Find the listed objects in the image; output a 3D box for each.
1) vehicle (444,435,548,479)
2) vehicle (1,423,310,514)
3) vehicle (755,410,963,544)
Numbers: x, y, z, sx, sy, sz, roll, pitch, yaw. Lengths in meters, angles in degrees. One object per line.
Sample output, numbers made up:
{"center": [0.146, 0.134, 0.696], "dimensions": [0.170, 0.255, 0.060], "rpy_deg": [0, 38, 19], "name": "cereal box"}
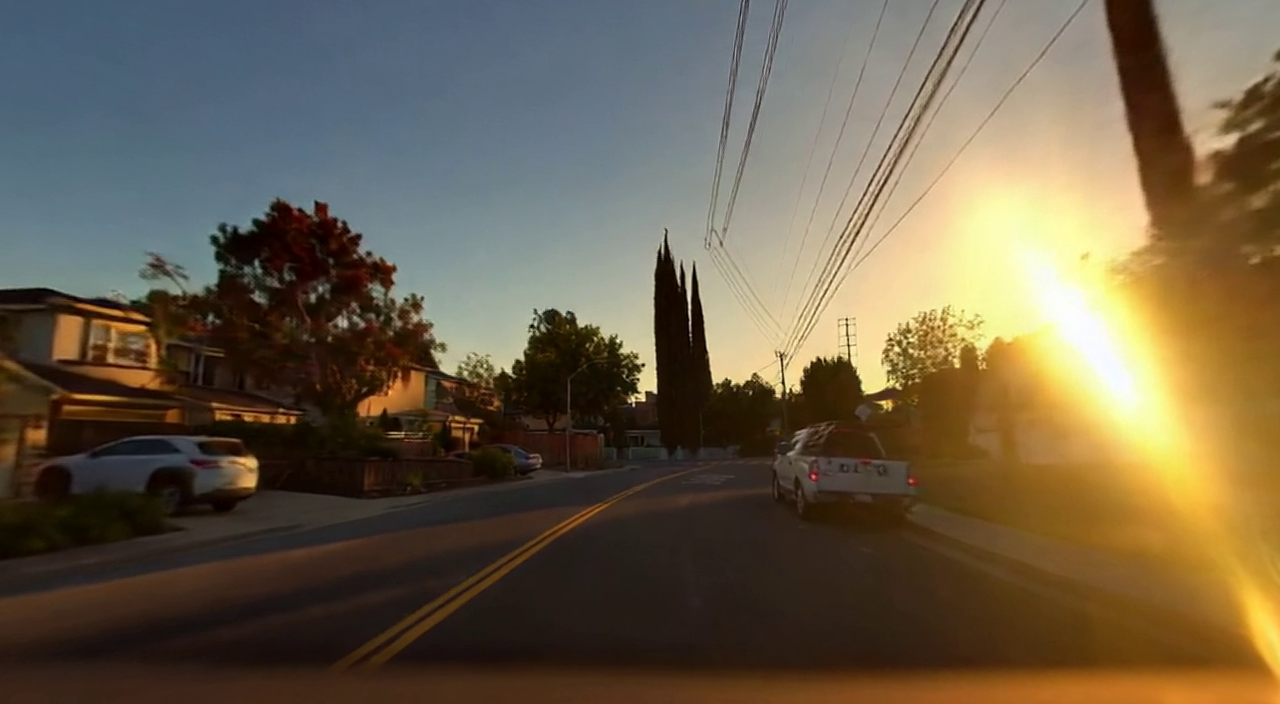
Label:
{"center": [-8.117, 5.921, 35.867], "dimensions": [5.228, 2.041, 2.023], "rpy_deg": [2, -7, 12], "name": "vehicle"}
{"center": [-11.384, 2.737, 15.172], "dimensions": [5.632, 1.957, 2.302], "rpy_deg": [-1, -9, 5], "name": "vehicle"}
{"center": [3.773, 2.337, 12.504], "dimensions": [2.273, 1.938, 6.400], "rpy_deg": [0, -9, 4], "name": "vehicle"}
